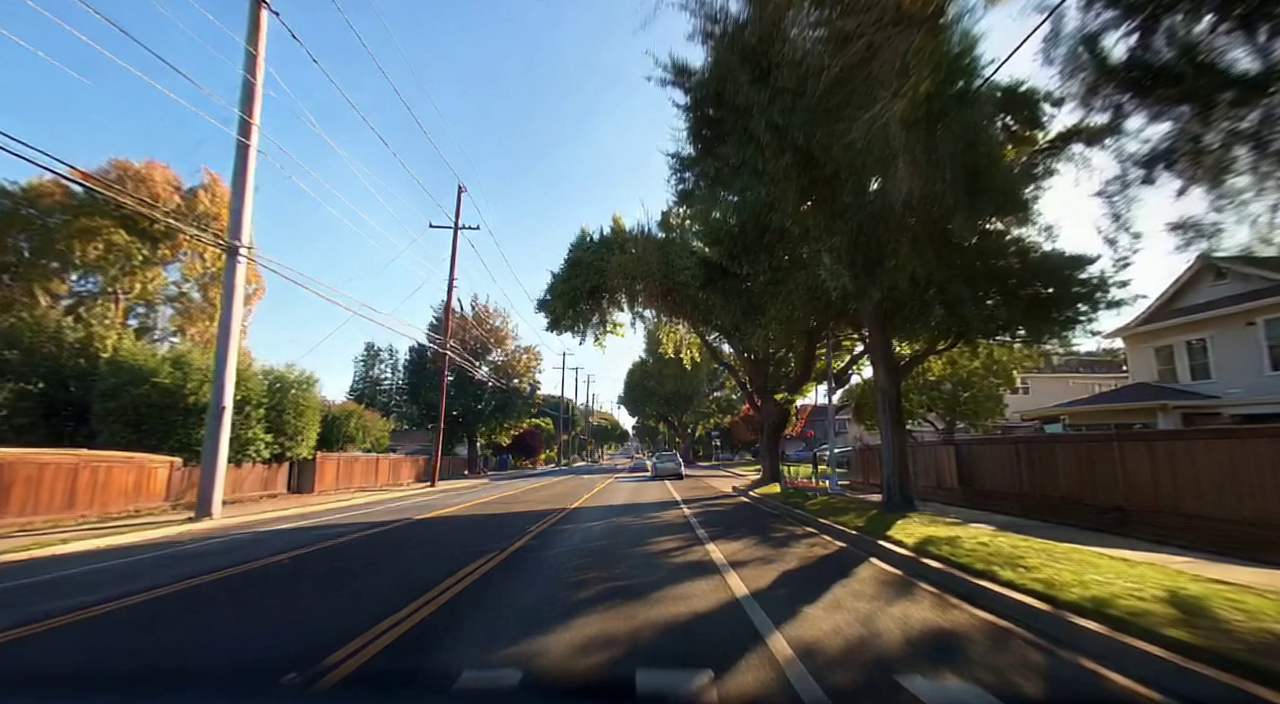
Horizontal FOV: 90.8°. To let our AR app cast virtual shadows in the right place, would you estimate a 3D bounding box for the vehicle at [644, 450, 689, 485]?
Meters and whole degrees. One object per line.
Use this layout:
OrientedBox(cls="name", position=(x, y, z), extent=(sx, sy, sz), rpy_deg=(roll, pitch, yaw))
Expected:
OrientedBox(cls="vehicle", position=(1.207, 5.408, 29.877), extent=(1.975, 1.497, 3.647), rpy_deg=(0, -8, 1))
